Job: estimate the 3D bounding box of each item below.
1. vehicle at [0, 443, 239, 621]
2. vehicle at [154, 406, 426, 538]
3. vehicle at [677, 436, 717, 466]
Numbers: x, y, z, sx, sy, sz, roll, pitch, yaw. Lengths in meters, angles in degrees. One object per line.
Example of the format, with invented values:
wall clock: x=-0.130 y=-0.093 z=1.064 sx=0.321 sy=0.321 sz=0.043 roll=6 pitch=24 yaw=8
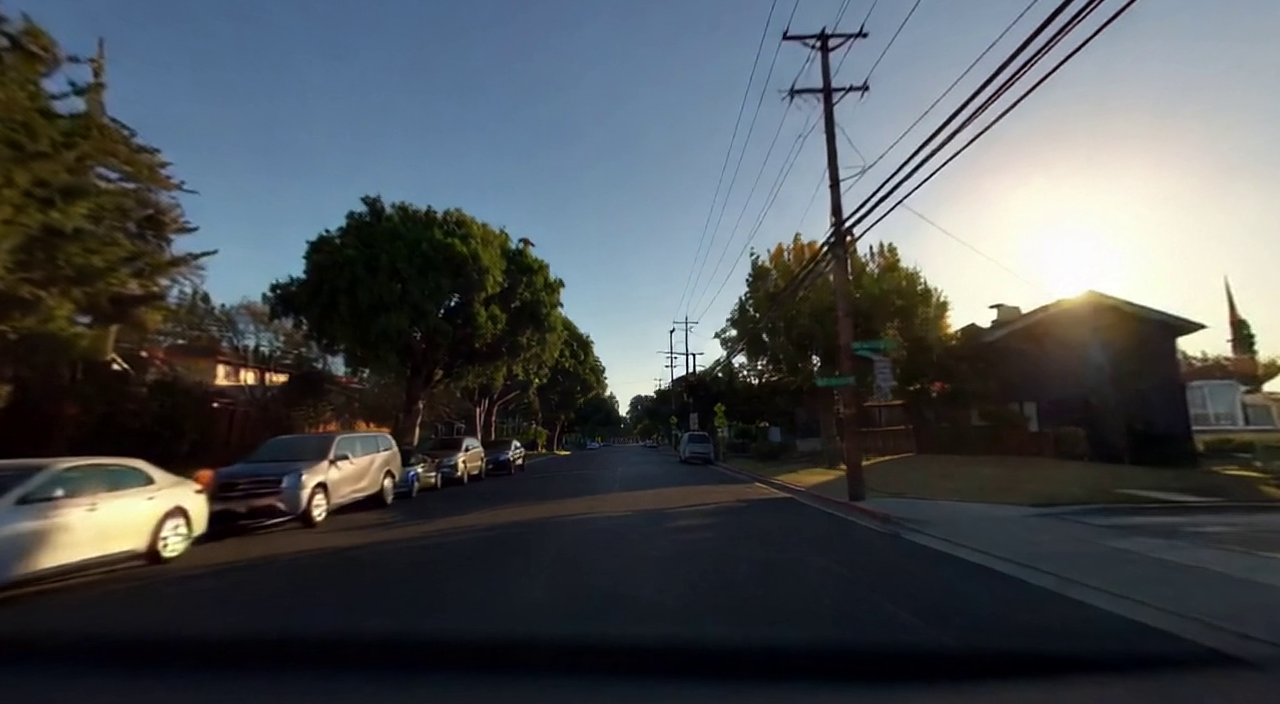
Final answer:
vehicle: x=-6.268 y=1.627 z=6.143 sx=1.890 sy=1.453 sz=4.430 roll=0 pitch=-8 yaw=-2
vehicle: x=-6.383 y=2.269 z=12.608 sx=2.222 sy=2.022 sz=5.547 roll=0 pitch=-8 yaw=0
vehicle: x=3.572 y=6.343 z=40.552 sx=2.138 sy=1.766 sz=5.129 roll=0 pitch=-8 yaw=0
